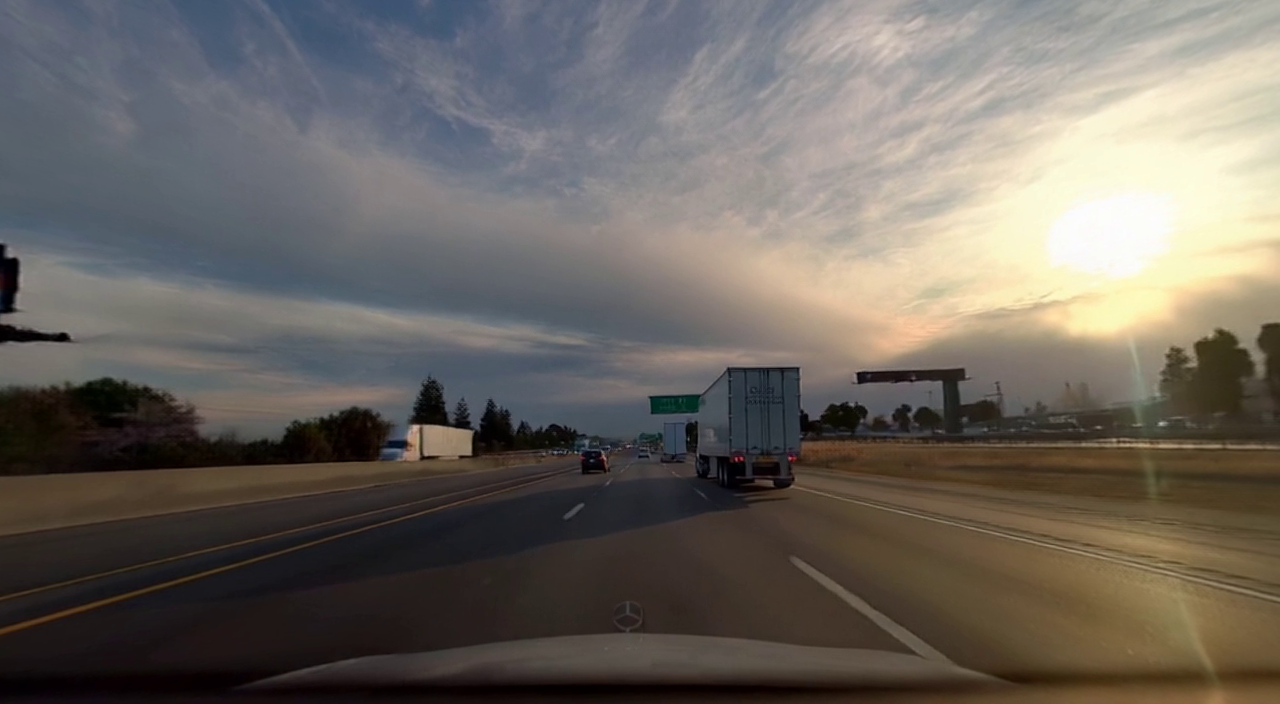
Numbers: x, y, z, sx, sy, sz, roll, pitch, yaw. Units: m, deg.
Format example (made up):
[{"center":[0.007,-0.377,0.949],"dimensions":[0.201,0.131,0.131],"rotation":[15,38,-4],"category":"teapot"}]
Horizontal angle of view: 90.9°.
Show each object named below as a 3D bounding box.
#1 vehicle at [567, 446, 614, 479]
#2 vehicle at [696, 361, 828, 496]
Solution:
[{"center":[-2.862,6.494,37.403],"dimensions":[2.291,1.788,4.825],"rotation":[0,-9,1],"category":"vehicle"},{"center":[4.473,3.491,27.072],"dimensions":[2.826,4.269,14.176],"rotation":[0,-9,0],"category":"vehicle"}]
